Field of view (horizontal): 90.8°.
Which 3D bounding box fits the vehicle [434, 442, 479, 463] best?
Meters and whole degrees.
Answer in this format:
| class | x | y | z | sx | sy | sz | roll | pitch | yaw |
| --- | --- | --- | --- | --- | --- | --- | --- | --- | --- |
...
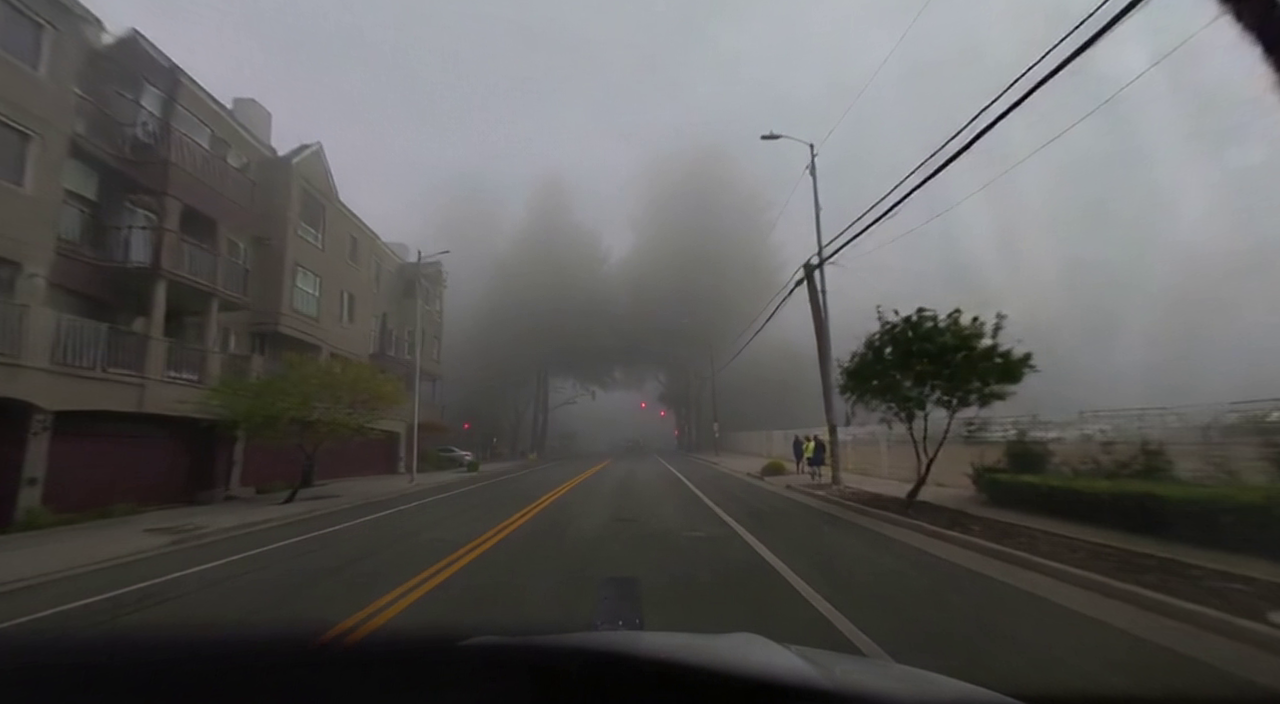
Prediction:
| class | x | y | z | sx | sy | sz | roll | pitch | yaw |
| --- | --- | --- | --- | --- | --- | --- | --- | --- | --- |
| vehicle | -12.857 | 7.089 | 44.526 | 1.934 | 1.389 | 4.364 | 0 | -9 | -1 |
